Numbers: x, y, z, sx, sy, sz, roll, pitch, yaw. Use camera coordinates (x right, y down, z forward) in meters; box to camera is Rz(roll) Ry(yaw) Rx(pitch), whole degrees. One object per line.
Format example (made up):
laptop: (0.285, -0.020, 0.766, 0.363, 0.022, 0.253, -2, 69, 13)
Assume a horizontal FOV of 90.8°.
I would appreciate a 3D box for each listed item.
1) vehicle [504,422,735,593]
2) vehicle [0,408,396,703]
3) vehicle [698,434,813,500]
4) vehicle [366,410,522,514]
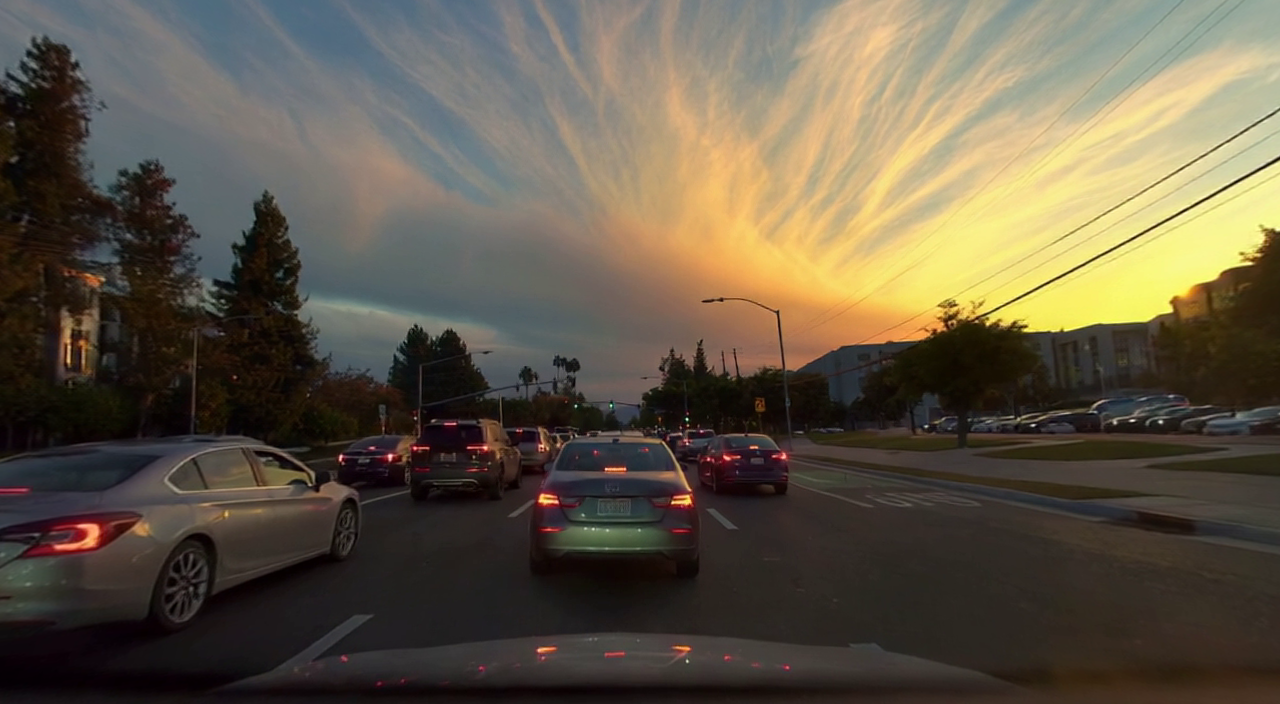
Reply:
vehicle: (-0.234, 1.658, 7.616, 2.007, 1.467, 4.059, 0, -8, -2)
vehicle: (-3.862, 1.329, 5.263, 1.985, 1.467, 4.224, 0, -9, -1)
vehicle: (2.804, 2.901, 16.420, 1.978, 1.452, 4.381, 0, -8, -3)
vehicle: (-4.032, 2.348, 13.912, 2.054, 1.881, 4.469, 0, -8, -1)
